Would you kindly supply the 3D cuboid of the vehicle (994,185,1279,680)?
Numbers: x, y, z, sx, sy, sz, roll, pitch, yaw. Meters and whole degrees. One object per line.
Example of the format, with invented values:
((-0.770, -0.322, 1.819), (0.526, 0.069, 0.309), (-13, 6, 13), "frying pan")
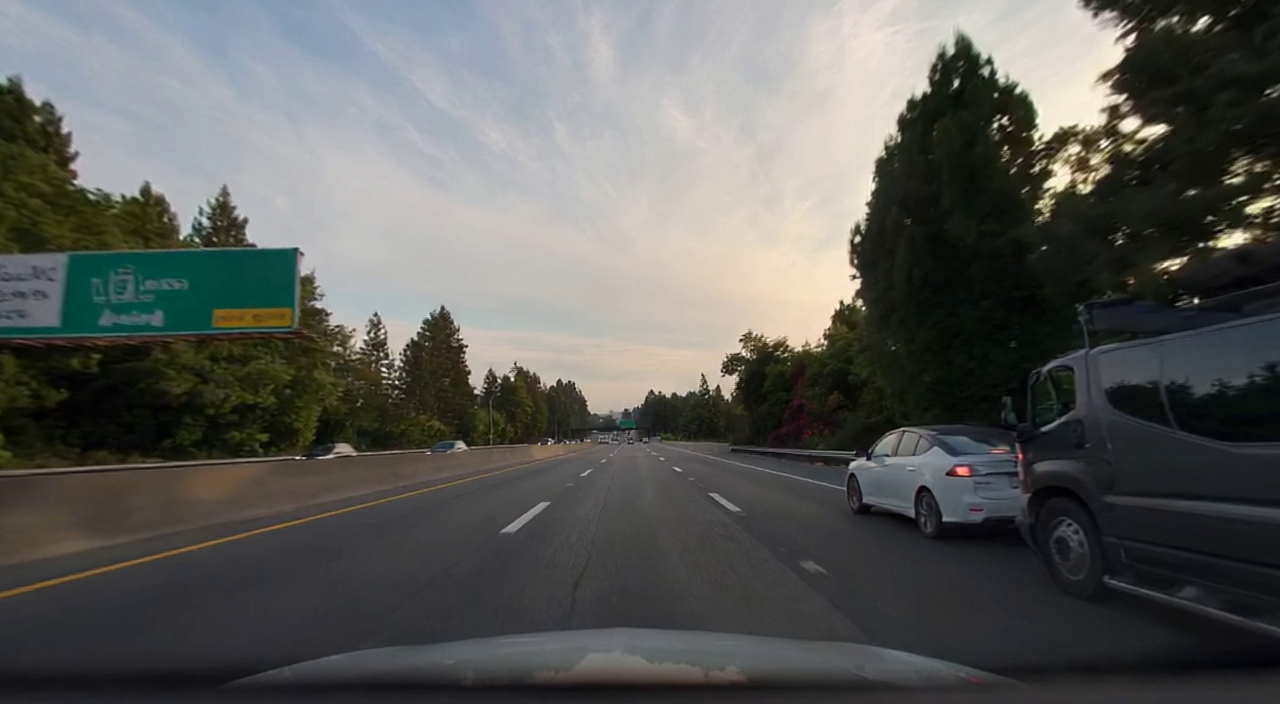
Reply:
((4.544, 0.471, 3.680), (2.370, 2.579, 4.127), (0, -8, -2), "vehicle")

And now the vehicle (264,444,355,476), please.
((-16.792, 5.493, 32.343), (2.116, 1.447, 4.781), (0, -8, 0), "vehicle")

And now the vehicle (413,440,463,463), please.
((-13.105, 6.455, 41.102), (1.848, 1.429, 4.181), (0, -8, 0), "vehicle")
